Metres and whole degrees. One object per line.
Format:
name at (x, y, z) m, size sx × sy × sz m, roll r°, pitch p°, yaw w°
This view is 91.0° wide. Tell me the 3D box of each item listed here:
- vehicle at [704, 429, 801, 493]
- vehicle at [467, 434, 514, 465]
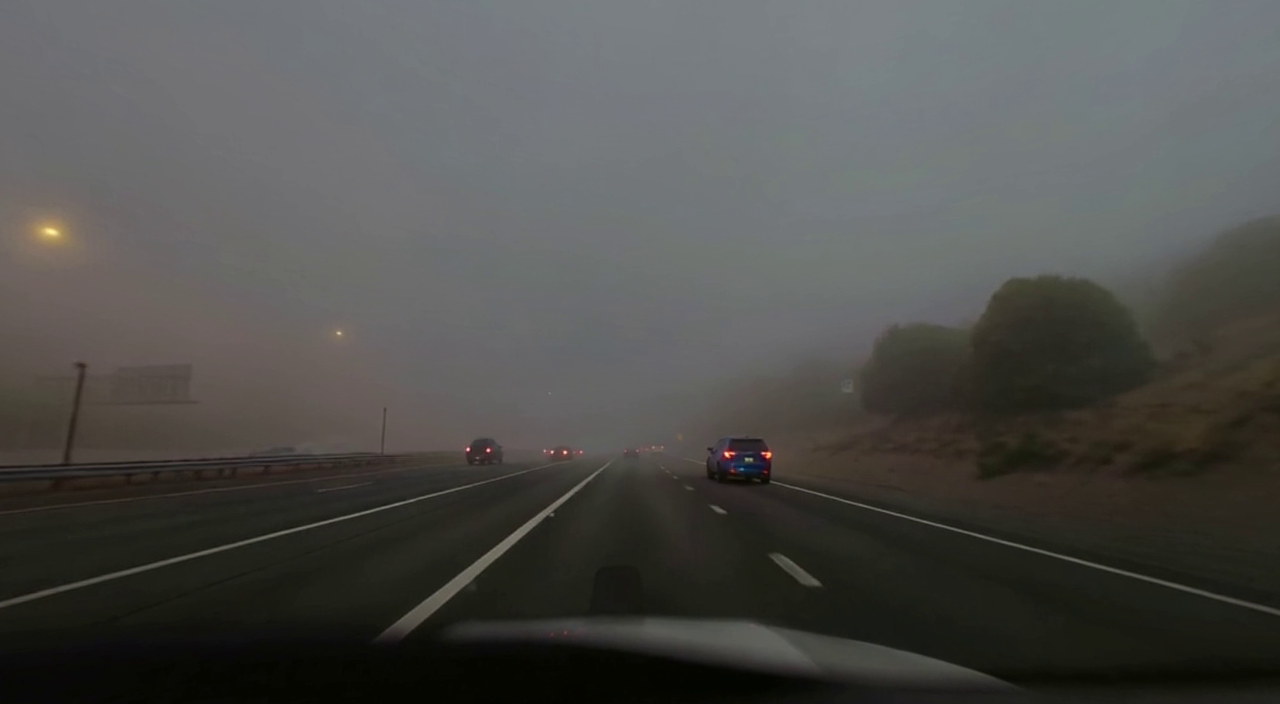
vehicle at (3.579, 3.594, 21.098) m, size 2.184 × 1.892 × 4.763 m, roll 0°, pitch -8°, yaw -2°
vehicle at (-11.244, 7.383, 47.677) m, size 2.261 × 2.230 × 5.435 m, roll 0°, pitch -9°, yaw 0°
